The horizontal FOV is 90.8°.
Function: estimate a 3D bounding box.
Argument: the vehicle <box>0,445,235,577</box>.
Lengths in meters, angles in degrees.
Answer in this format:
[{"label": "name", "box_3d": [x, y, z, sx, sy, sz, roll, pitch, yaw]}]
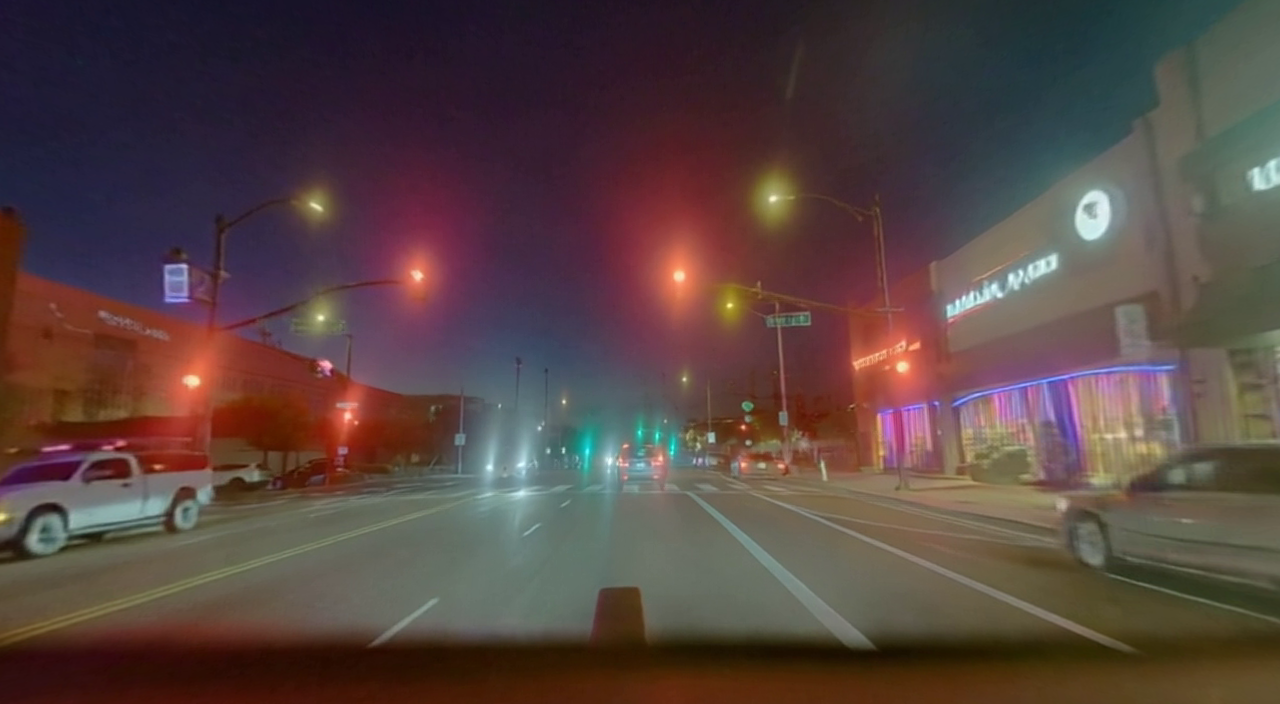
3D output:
[{"label": "vehicle", "box_3d": [-11.181, 2.913, 12.644, 2.240, 2.052, 5.872, 0, -8, 0]}]

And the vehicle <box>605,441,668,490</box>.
[{"label": "vehicle", "box_3d": [-0.108, 4.047, 22.952, 2.086, 1.575, 4.205, 0, -8, 0]}]

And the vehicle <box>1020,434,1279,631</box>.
[{"label": "vehicle", "box_3d": [5.719, 1.494, 5.674, 1.824, 1.466, 4.345, 0, -9, -1]}]

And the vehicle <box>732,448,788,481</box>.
[{"label": "vehicle", "box_3d": [5.914, 5.585, 31.699, 1.859, 1.470, 4.476, 0, -8, -1]}]

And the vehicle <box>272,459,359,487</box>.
[{"label": "vehicle", "box_3d": [-19.986, 7.501, 39.028, 4.212, 1.641, 1.935, -1, -13, 2]}]

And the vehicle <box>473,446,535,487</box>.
[{"label": "vehicle", "box_3d": [-6.148, 5.192, 29.034, 1.918, 1.679, 4.209, 0, -9, 0]}]
